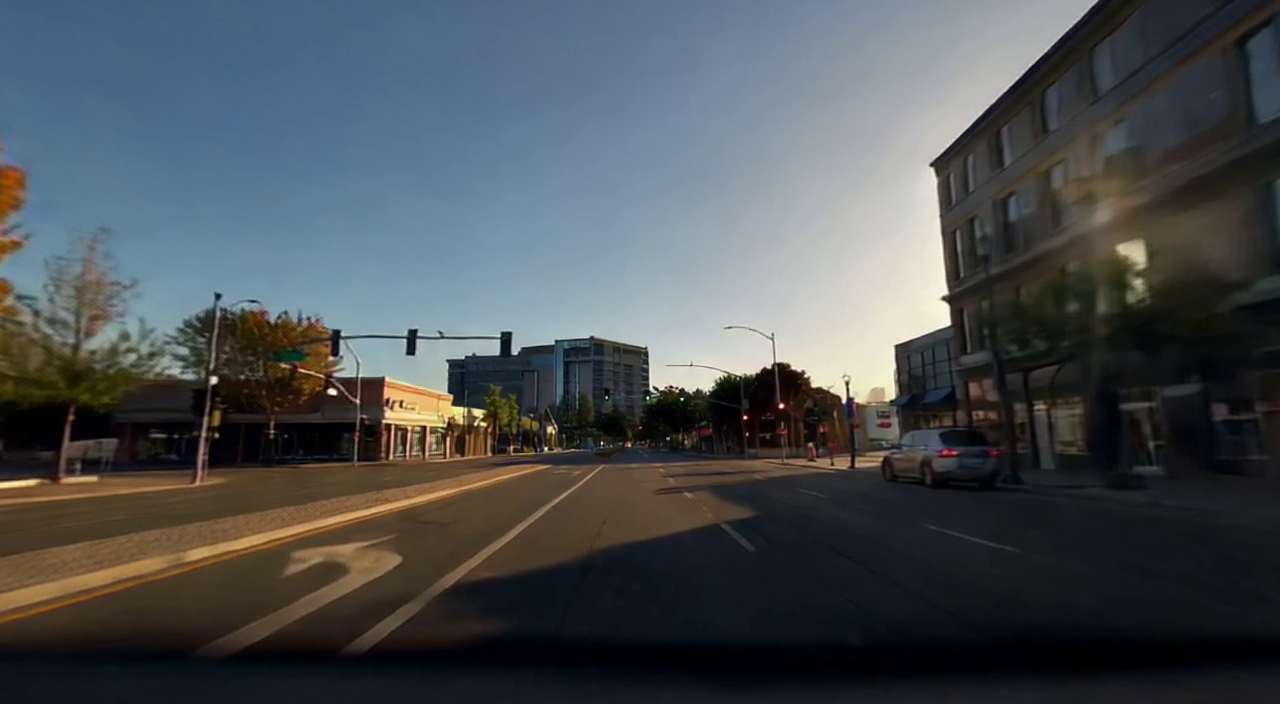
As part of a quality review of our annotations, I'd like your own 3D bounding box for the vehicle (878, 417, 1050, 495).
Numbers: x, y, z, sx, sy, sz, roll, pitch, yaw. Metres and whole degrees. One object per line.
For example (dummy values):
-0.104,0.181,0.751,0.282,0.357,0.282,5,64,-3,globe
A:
9.985,3.279,20.241,2.273,2.103,5.788,0,-8,-2,vehicle
